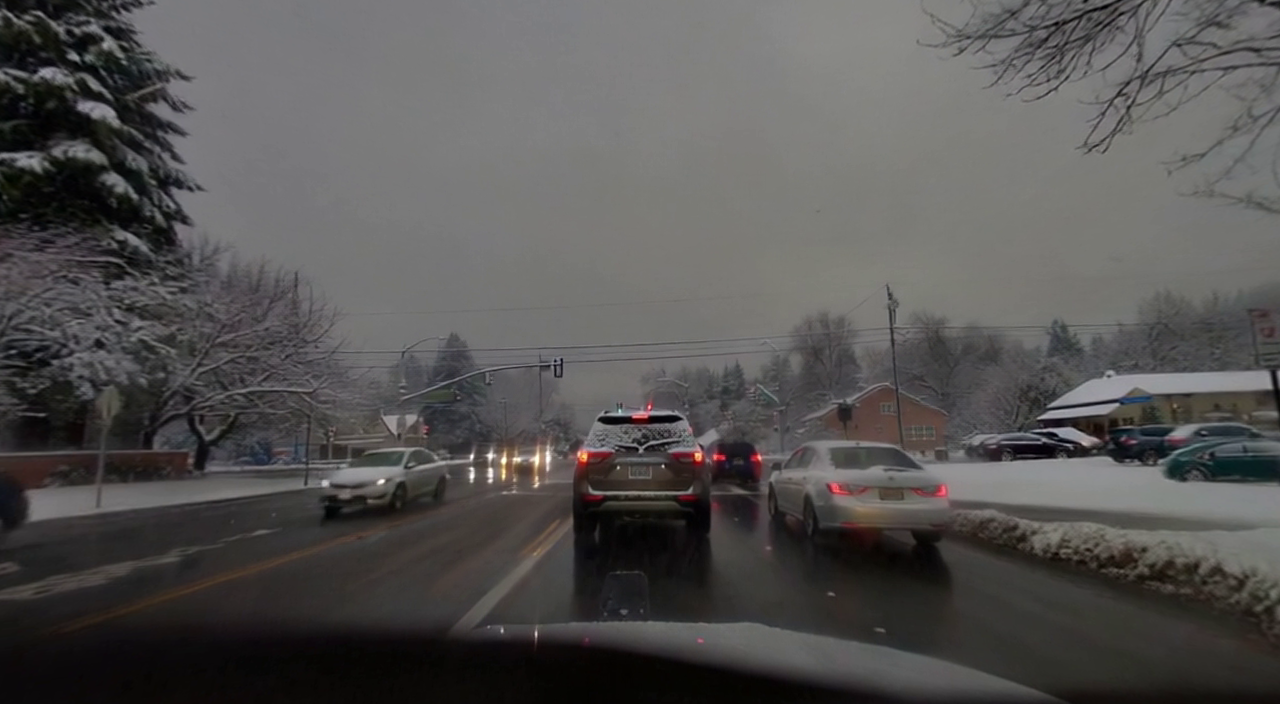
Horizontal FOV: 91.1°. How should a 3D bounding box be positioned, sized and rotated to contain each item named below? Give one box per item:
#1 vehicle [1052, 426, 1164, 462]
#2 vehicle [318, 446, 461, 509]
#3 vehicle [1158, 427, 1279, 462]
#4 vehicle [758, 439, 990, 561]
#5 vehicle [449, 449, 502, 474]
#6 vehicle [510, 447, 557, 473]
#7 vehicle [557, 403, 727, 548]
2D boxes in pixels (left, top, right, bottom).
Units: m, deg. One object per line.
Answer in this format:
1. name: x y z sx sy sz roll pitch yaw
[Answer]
1. vehicle: 26.544 5.233 35.728 4.704 1.919 2.130 0 -8 -3
2. vehicle: -6.638 3.341 17.324 1.981 1.478 4.701 0 -8 0
3. vehicle: 25.846 4.080 27.594 4.420 1.469 1.807 0 -8 0
4. vehicle: 3.327 2.164 10.048 1.900 1.478 4.425 0 -8 -2
5. vehicle: -10.834 7.245 41.789 2.206 1.544 4.740 0 -8 0
6. vehicle: -6.509 6.662 38.860 2.054 1.478 4.584 0 -8 1
7. vehicle: -0.003 1.973 10.662 2.296 1.947 4.168 0 -8 -1
